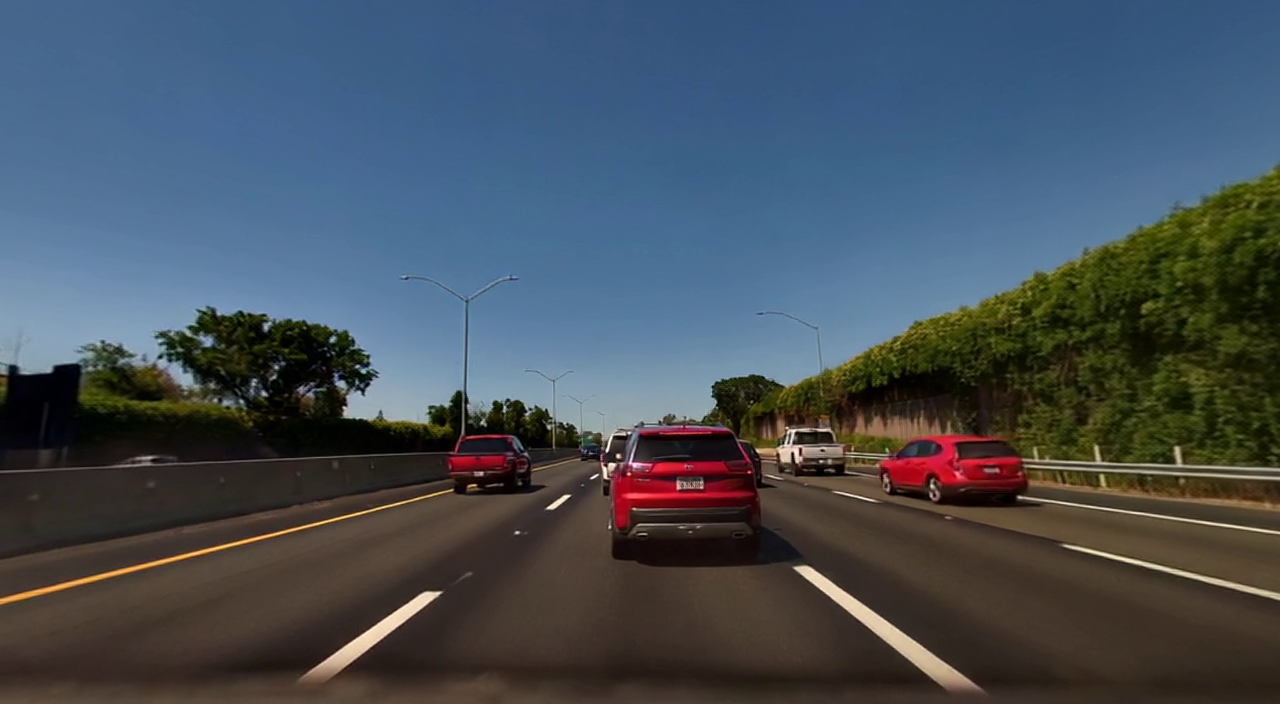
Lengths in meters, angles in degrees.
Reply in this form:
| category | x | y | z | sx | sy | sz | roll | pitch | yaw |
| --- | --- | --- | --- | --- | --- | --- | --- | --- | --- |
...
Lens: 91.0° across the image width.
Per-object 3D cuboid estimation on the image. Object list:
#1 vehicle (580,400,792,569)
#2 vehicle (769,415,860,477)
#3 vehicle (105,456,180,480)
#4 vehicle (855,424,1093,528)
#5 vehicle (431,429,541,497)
| category | x | y | z | sx | sy | sz | roll | pitch | yaw |
| --- | --- | --- | --- | --- | --- | --- | --- | --- | --- |
| vehicle | 0.341 | 1.691 | 8.656 | 2.230 | 1.740 | 3.976 | 1 | -9 | -4 |
| vehicle | 7.705 | 4.292 | 28.596 | 2.390 | 2.503 | 5.788 | 0 | -9 | 0 |
| vehicle | -36.217 | 8.450 | 45.990 | 1.898 | 1.623 | 4.263 | 0 | -9 | 1 |
| vehicle | 6.131 | 2.329 | 12.352 | 1.972 | 1.647 | 4.429 | 1 | -9 | -4 |
| vehicle | -4.400 | 3.259 | 18.827 | 2.047 | 1.755 | 4.638 | 0 | -9 | 1 |
